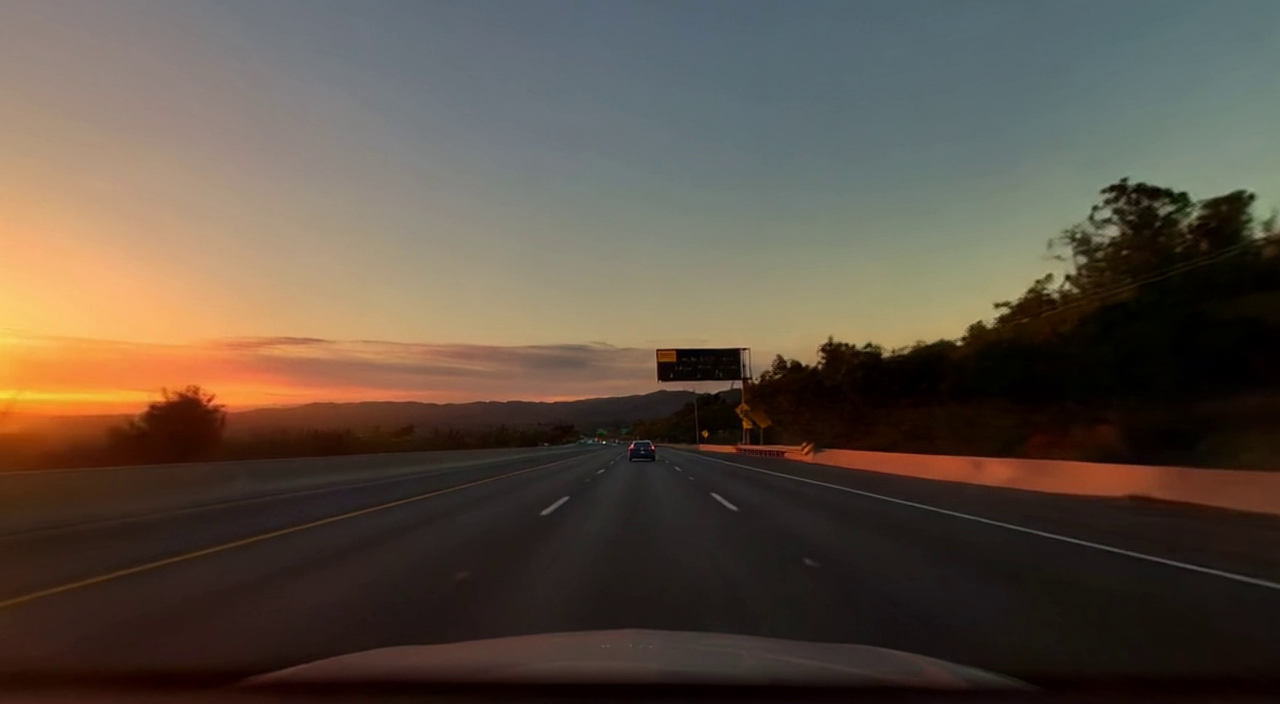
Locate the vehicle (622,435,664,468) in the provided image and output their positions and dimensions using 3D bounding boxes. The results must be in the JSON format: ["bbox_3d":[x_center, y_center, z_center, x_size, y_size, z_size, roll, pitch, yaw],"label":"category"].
[{"bbox_3d":[0.158,5.262,33.369,2.111,1.635,4.177,0,-8,0],"label":"vehicle"}]
